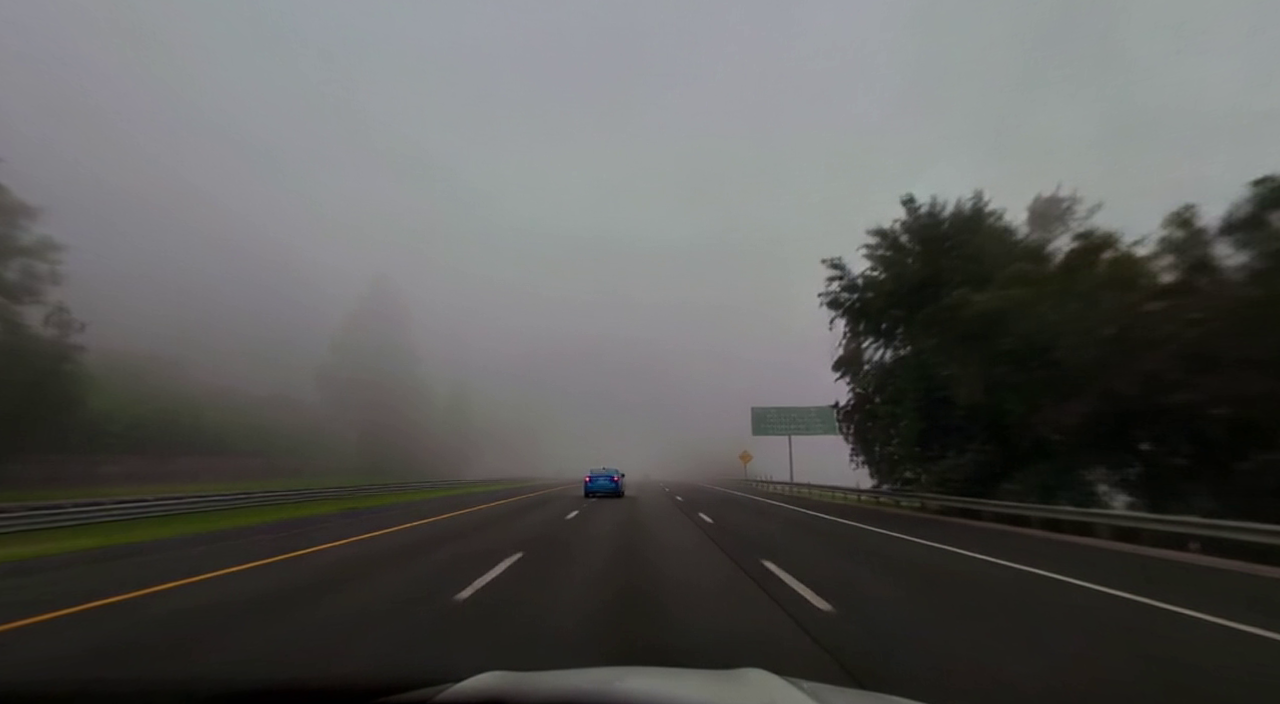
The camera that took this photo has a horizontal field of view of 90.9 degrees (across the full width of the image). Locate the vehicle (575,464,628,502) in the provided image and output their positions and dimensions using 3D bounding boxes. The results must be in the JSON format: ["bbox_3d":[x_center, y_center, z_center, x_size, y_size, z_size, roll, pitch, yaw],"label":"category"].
[{"bbox_3d":[-1.641,5.869,28.463,2.016,1.530,4.009,1,-11,2],"label":"vehicle"}]
